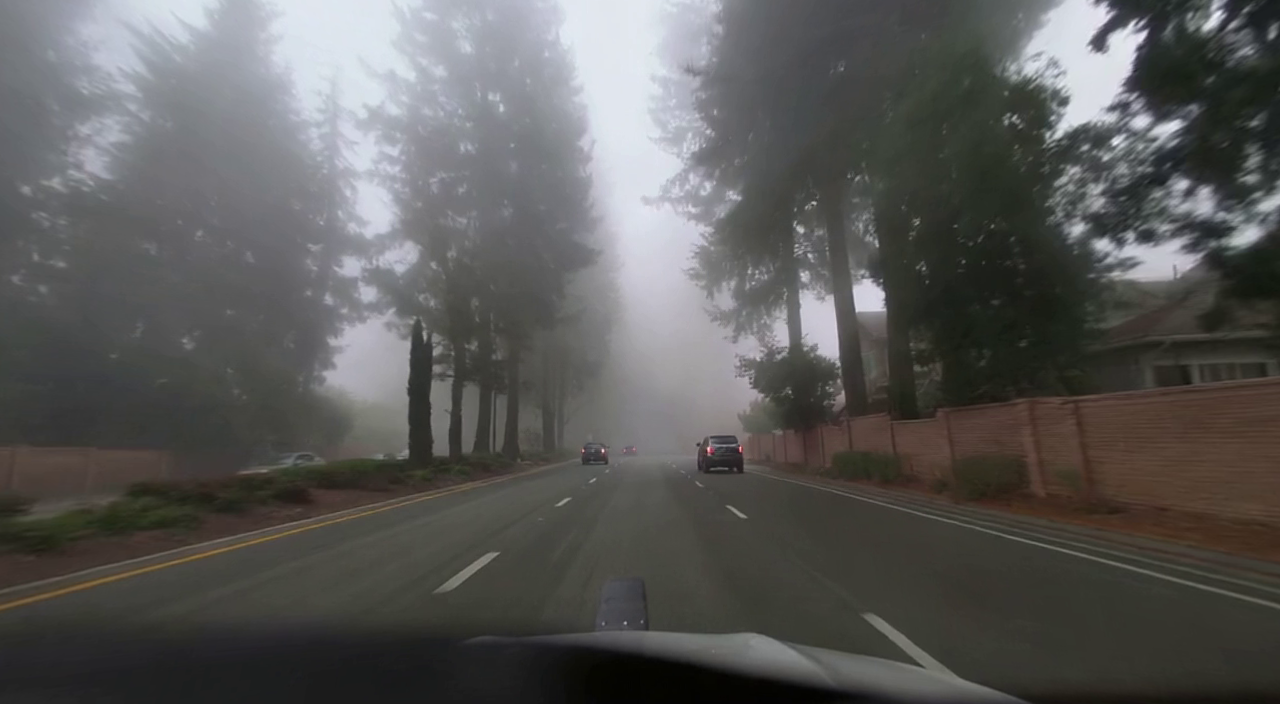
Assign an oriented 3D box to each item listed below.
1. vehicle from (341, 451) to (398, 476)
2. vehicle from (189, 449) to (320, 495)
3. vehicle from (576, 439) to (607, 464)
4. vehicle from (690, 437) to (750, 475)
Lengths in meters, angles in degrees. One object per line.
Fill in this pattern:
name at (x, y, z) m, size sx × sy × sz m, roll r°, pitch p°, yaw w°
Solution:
vehicle at (-17.028, 7.004, 39.805) m, size 1.855 × 1.494 × 3.825 m, roll 0°, pitch -8°, yaw 1°
vehicle at (-13.915, 4.329, 23.135) m, size 1.838 × 1.477 × 4.622 m, roll 0°, pitch -8°, yaw 0°
vehicle at (-3.614, 7.466, 47.385) m, size 2.002 × 1.747 × 4.728 m, roll 0°, pitch -8°, yaw -1°
vehicle at (3.823, 5.106, 31.175) m, size 2.321 × 1.695 × 5.037 m, roll 0°, pitch -8°, yaw 0°
